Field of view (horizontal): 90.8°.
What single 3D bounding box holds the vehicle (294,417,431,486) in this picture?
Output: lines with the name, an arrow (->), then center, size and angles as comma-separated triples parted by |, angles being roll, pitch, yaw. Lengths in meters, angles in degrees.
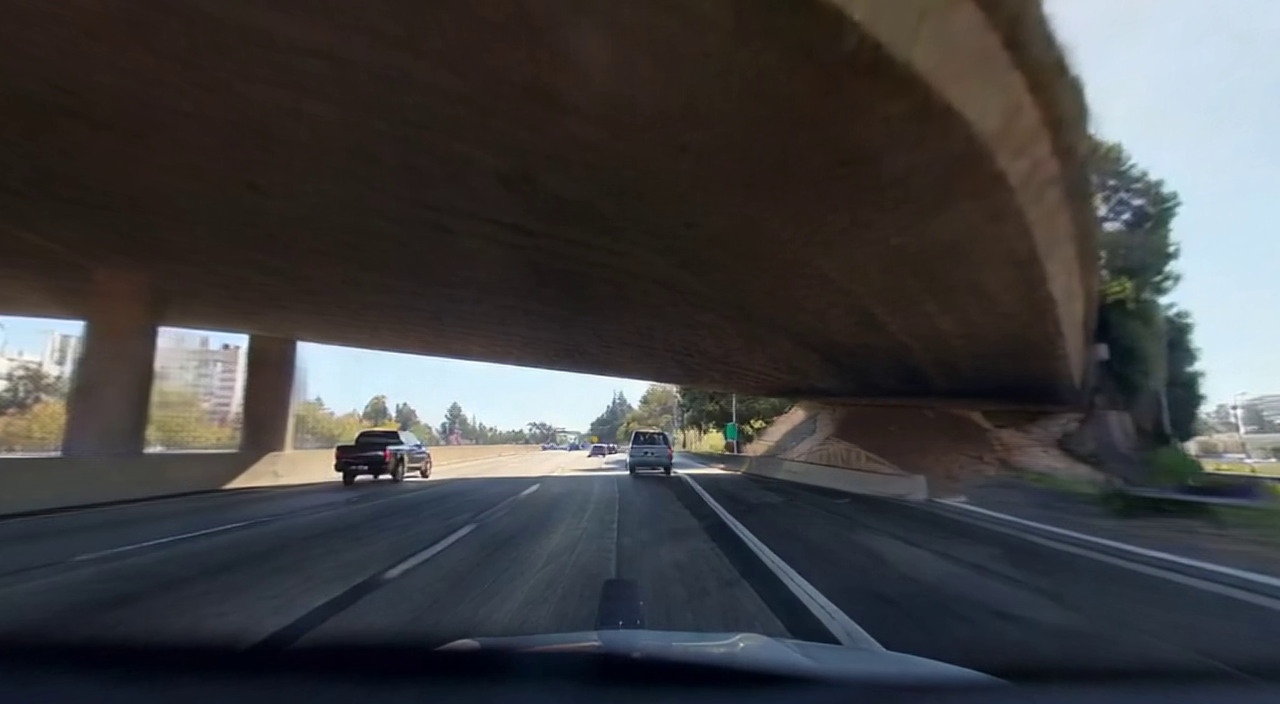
vehicle -> -8.764, 3.231, 20.634 | 2.289, 1.955, 5.147 | 0, -9, -2

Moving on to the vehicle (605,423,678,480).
vehicle -> 0.068, 3.843, 24.595 | 2.497, 1.957, 5.432 | 0, -9, 0
